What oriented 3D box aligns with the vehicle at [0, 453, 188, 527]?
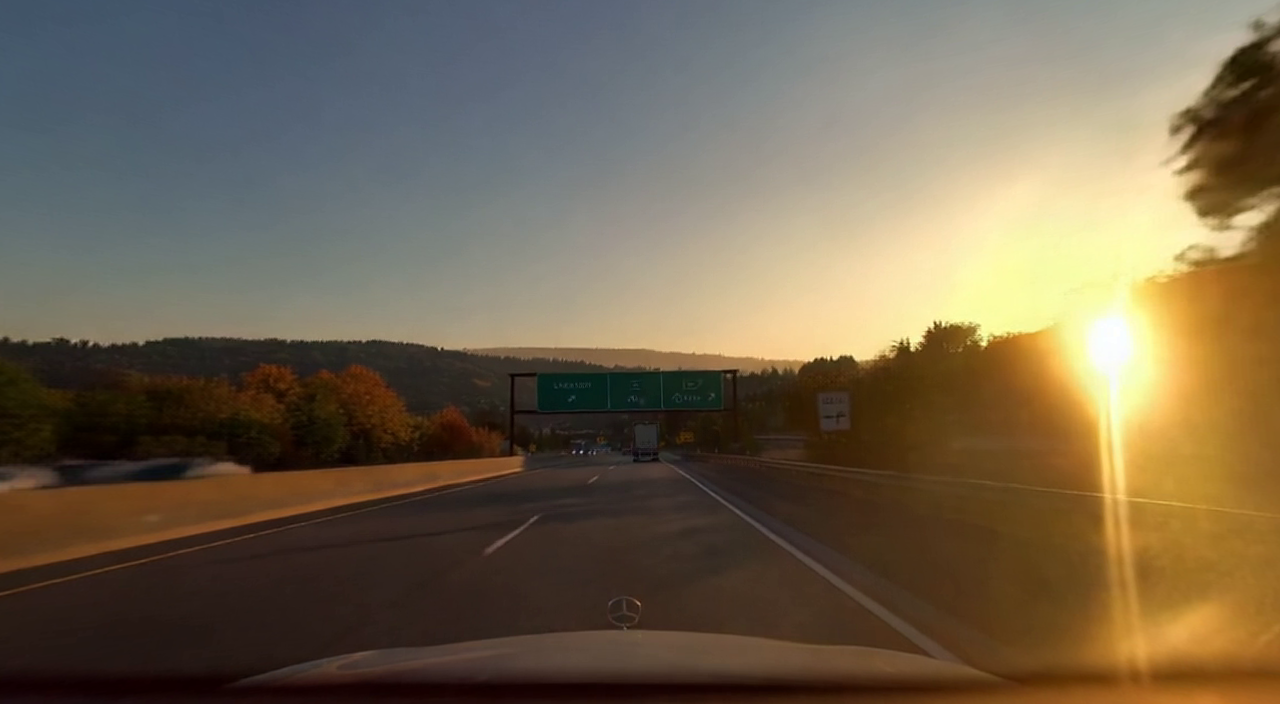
[{"bbox_3d":[-13.082,3.124,14.815,1.833,1.431,4.206,0,-9,0],"label":"vehicle"}]
